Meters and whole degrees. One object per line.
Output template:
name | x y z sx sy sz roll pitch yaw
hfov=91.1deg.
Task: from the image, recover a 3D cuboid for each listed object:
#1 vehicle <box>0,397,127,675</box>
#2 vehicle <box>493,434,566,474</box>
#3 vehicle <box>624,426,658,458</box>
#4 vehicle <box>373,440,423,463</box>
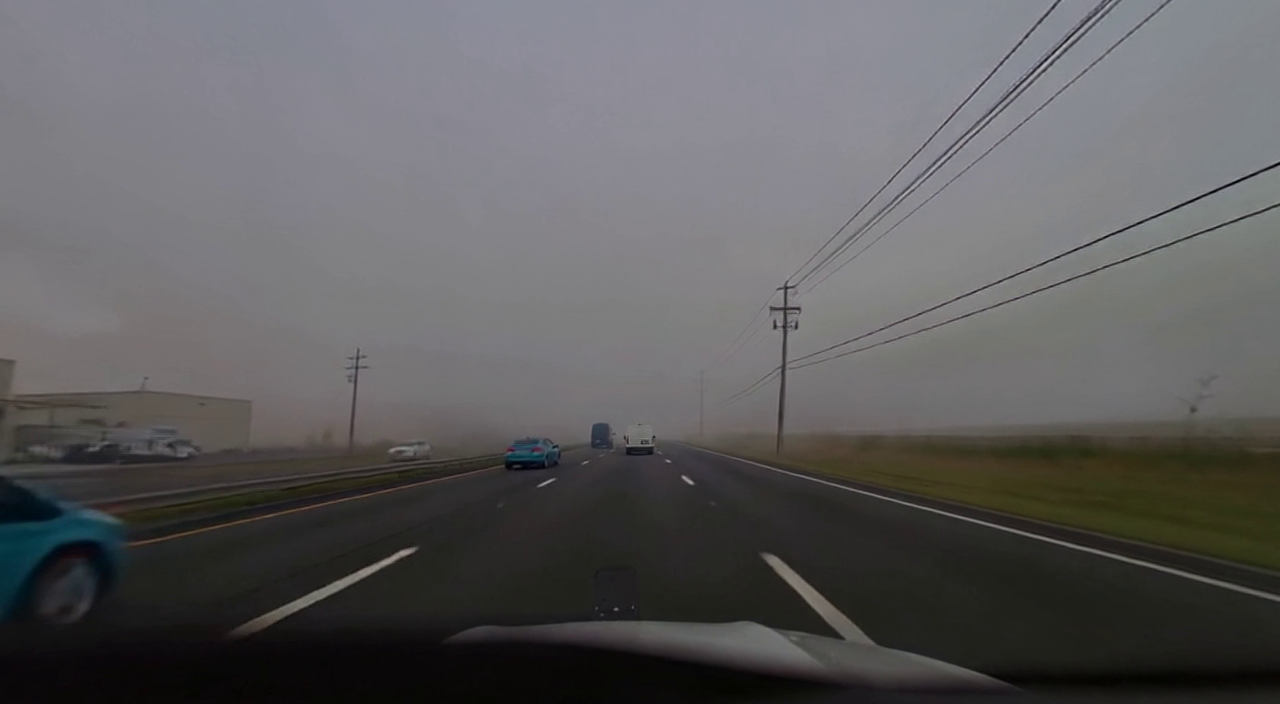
vehicle | -4.651 0.877 2.291 2.058 1.557 4.125 0 -8 0
vehicle | -4.409 4.125 25.888 2.087 1.464 4.853 0 -8 1
vehicle | 0.027 6.035 42.381 2.213 1.997 4.456 0 -8 -1
vehicle | -16.914 6.957 44.119 1.846 1.491 4.044 0 -8 1
